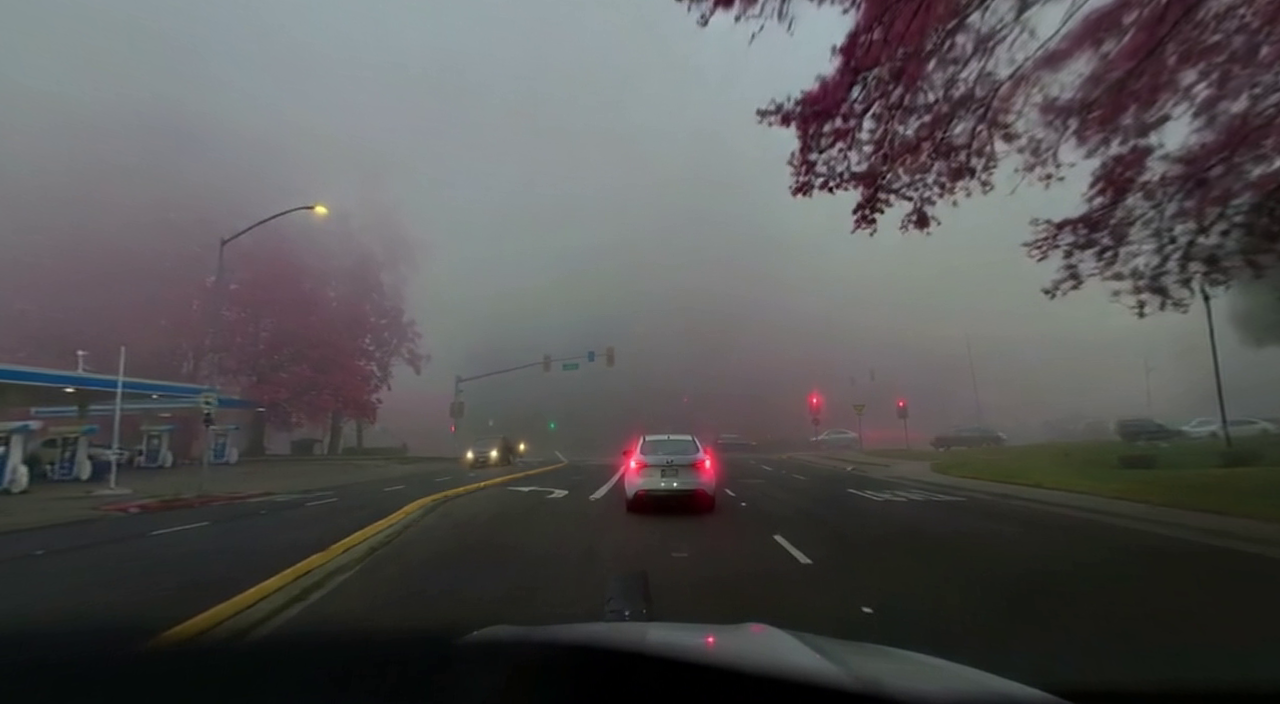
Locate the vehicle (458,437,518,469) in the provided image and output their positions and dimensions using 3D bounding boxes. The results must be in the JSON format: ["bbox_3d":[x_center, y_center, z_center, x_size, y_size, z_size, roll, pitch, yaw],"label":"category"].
[{"bbox_3d":[-8.327,5.583,35.018,2.108,1.671,4.535,0,-8,1],"label":"vehicle"}]

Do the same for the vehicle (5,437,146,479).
[{"bbox_3d":[-26.853,5.043,30.244,1.946,1.816,4.792,-1,-8,7],"label":"vehicle"}]

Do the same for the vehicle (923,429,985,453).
[{"bbox_3d":[20.511,5.800,41.120,4.091,1.495,2.053,7,-11,-39],"label":"vehicle"}]

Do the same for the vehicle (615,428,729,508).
[{"bbox_3d":[0.682,2.473,13.854,2.112,1.482,4.057,0,-8,2],"label":"vehicle"}]
